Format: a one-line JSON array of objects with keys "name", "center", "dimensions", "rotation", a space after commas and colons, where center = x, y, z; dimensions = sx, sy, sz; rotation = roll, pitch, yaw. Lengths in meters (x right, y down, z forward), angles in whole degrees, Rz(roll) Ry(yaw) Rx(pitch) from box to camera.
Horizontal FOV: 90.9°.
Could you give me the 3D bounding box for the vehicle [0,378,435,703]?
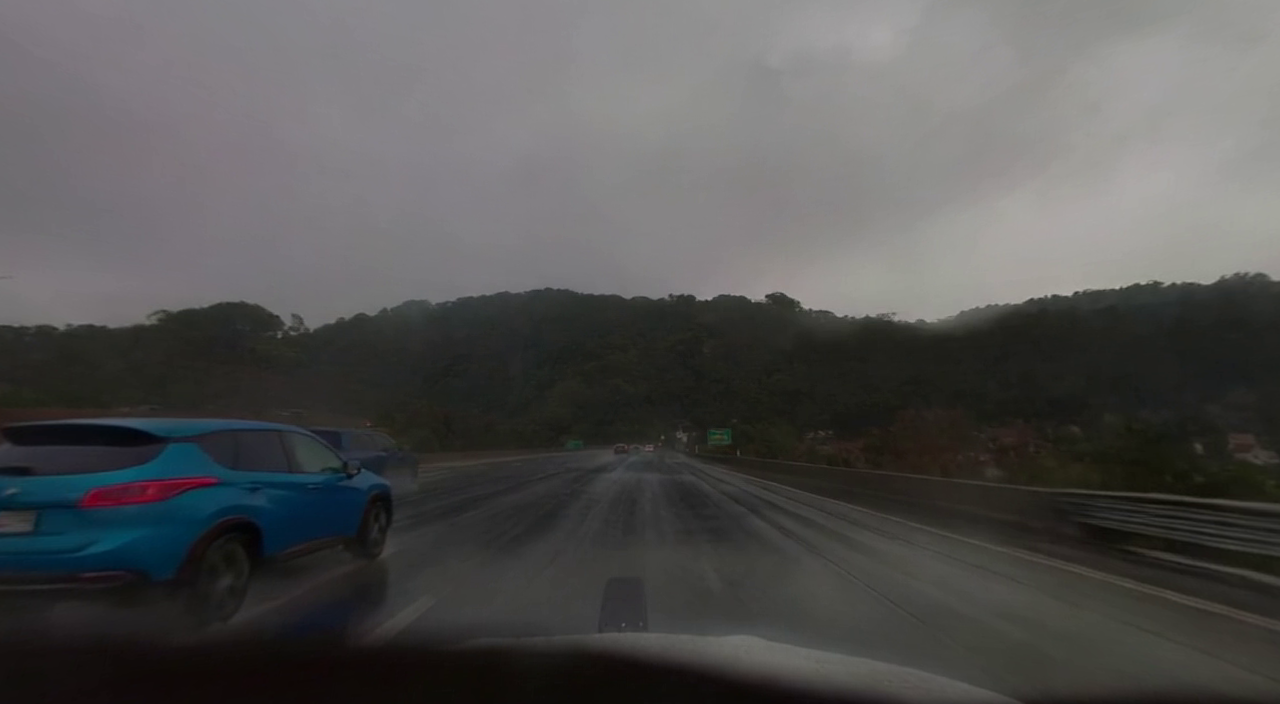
[{"name": "vehicle", "center": [-3.469, 1.279, 5.308], "dimensions": [1.983, 1.663, 4.290], "rotation": [0, -9, 0]}]
